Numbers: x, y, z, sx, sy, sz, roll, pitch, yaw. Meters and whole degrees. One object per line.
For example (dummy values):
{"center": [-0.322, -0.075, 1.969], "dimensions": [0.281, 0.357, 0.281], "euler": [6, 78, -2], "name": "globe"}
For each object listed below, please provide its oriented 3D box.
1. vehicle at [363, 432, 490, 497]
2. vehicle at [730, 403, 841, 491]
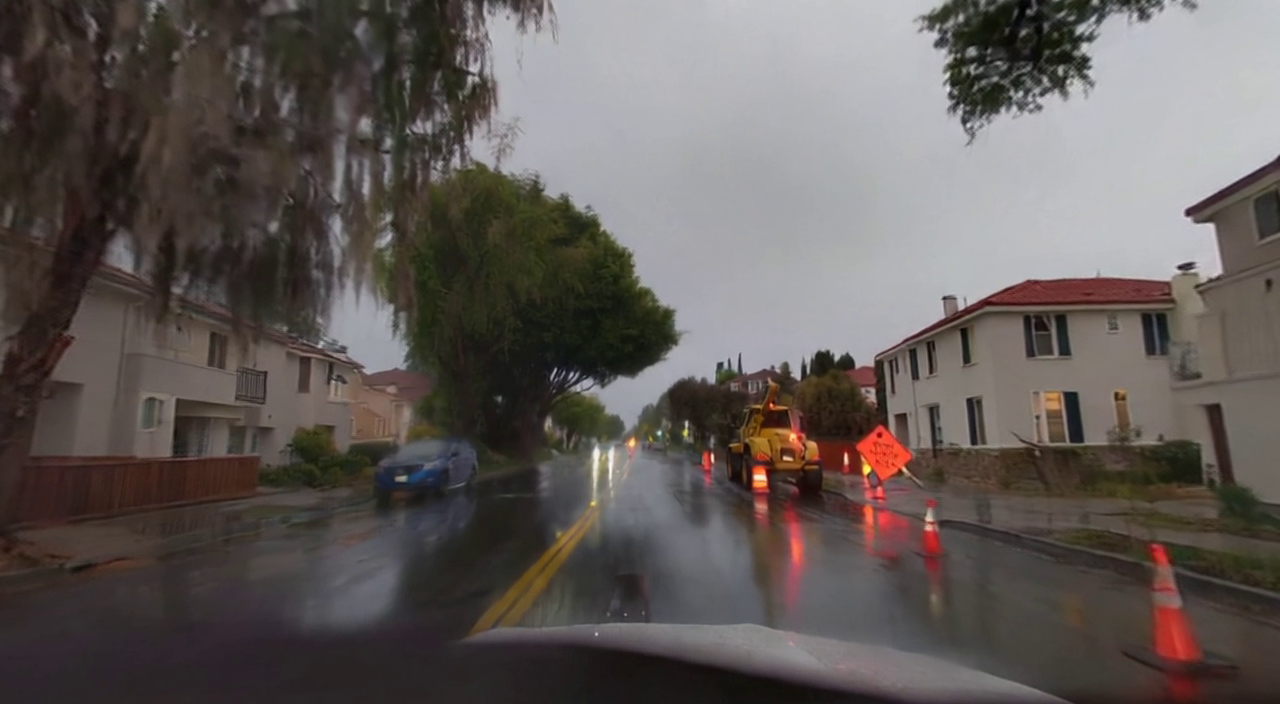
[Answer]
{"center": [-6.457, 3.462, 19.828], "dimensions": [2.220, 1.765, 4.799], "euler": [0, -8, 1], "name": "vehicle"}
{"center": [4.600, 3.097, 20.593], "dimensions": [2.501, 2.613, 3.505], "euler": [1, -9, -5], "name": "vehicle"}
